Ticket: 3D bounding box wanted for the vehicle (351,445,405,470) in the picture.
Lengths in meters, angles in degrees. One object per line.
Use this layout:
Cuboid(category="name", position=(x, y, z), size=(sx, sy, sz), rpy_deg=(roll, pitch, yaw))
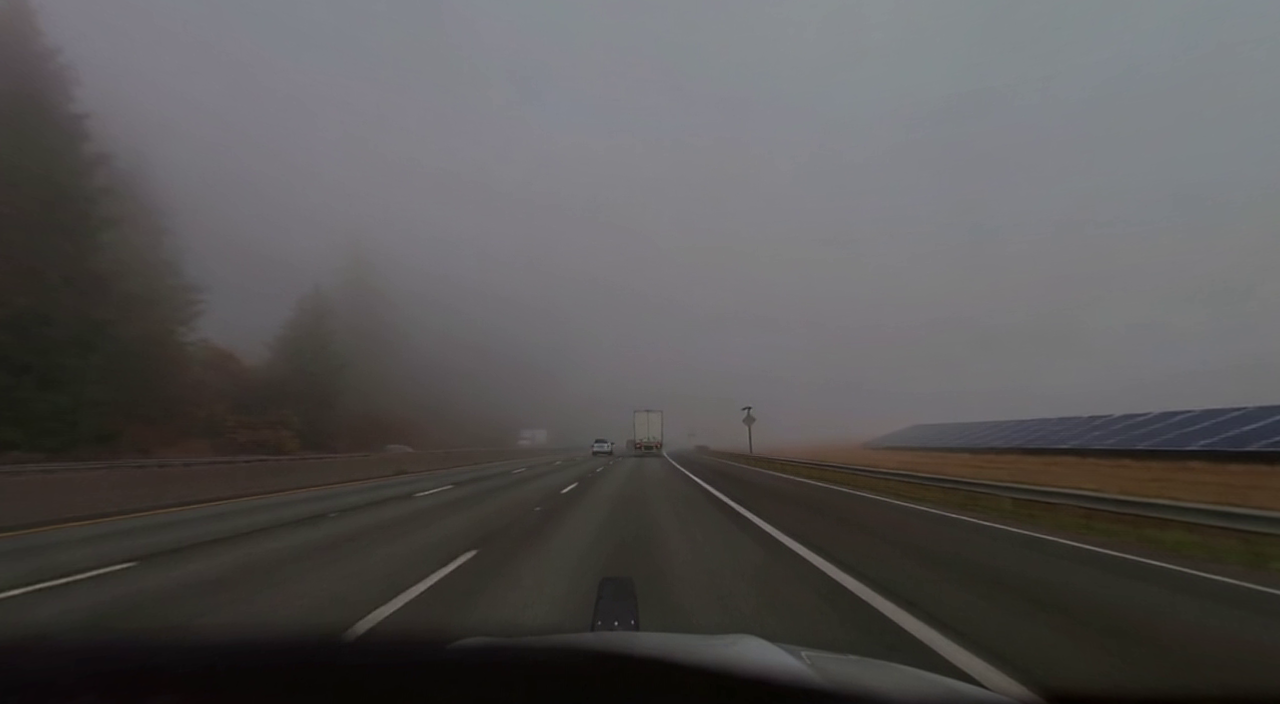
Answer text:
Cuboid(category="vehicle", position=(-18.981, 7.662, 45.807), size=(1.938, 1.649, 4.569), rpy_deg=(-1, -8, 0))
